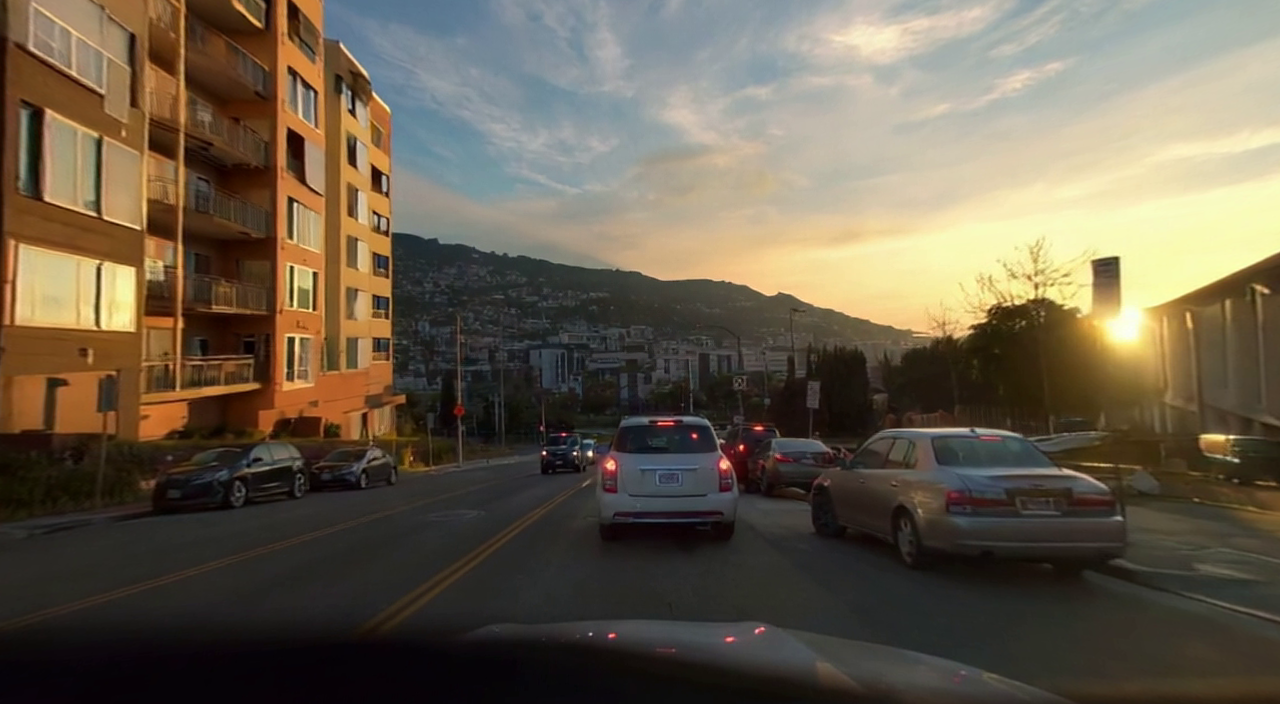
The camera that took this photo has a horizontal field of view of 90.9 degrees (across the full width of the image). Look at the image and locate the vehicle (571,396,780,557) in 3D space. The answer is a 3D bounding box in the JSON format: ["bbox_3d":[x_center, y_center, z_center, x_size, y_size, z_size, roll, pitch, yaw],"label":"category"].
[{"bbox_3d":[0.403,1.664,8.972,2.261,1.740,4.065,0,-9,1],"label":"vehicle"}]

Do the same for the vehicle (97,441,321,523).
[{"bbox_3d":[-9.434,2.834,14.378,2.002,1.546,4.339,0,-8,1],"label":"vehicle"}]

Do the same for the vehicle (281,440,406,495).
[{"bbox_3d":[-9.363,3.651,20.380,1.955,1.555,4.424,0,-8,-2],"label":"vehicle"}]

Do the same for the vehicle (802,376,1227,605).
[{"bbox_3d":[3.605,1.446,7.425,2.158,1.828,4.573,0,-8,0],"label":"vehicle"}]

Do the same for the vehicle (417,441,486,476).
[{"bbox_3d":[-9.015,5.137,30.579,1.998,1.547,4.826,0,-9,-2],"label":"vehicle"}]

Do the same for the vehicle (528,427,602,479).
[{"bbox_3d":[-2.690,3.747,23.556,2.219,1.746,4.197,0,-8,0],"label":"vehicle"}]
